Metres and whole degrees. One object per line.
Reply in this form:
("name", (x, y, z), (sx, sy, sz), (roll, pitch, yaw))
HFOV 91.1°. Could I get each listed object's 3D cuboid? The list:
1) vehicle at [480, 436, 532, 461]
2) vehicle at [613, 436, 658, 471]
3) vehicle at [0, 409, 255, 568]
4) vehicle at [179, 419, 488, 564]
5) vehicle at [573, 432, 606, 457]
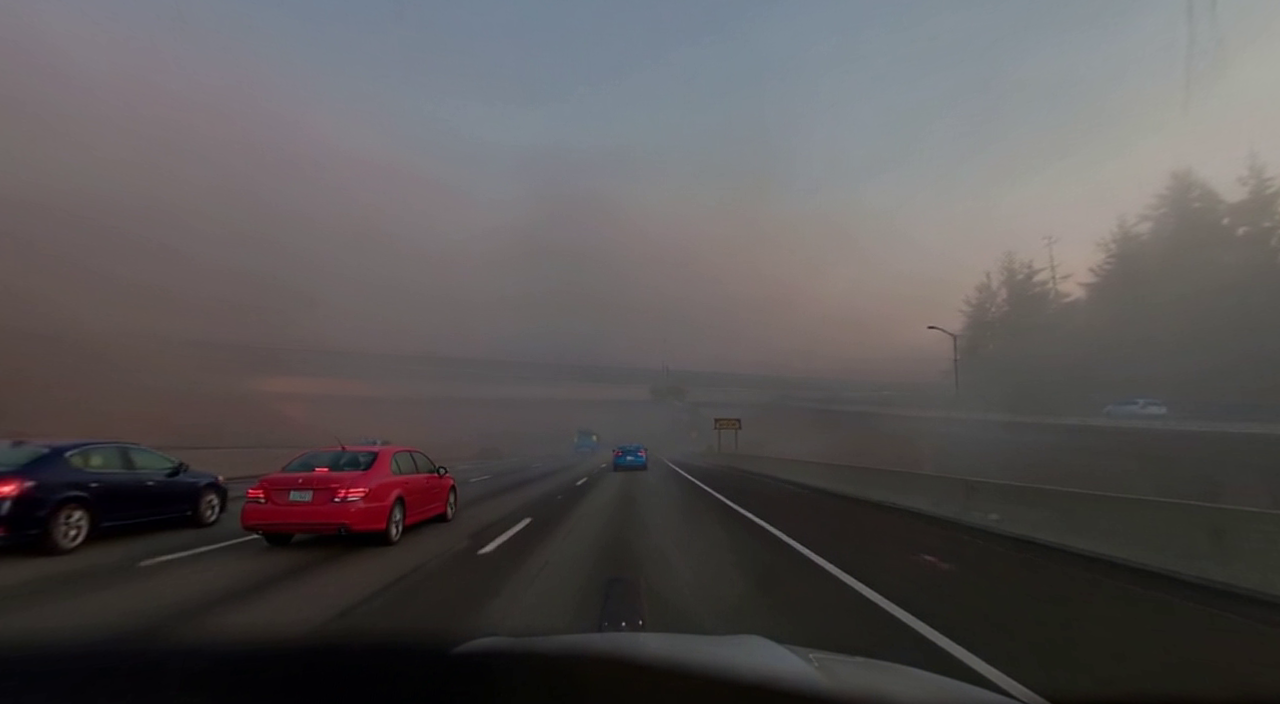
("vehicle", (-8.387, 6.100, 39.764), (2.053, 1.486, 5.050), (0, -8, 1))
("vehicle", (-0.216, 4.665, 29.065), (1.954, 1.460, 3.983), (0, -8, -1))
("vehicle", (-7.527, 1.658, 8.202), (1.968, 1.614, 4.674), (0, -8, 1))
("vehicle", (-3.789, 1.803, 8.958), (2.035, 1.514, 4.600), (0, -8, 1))
("vehicle", (-3.777, 6.978, 47.480), (2.174, 1.806, 3.932), (0, -8, 0))
